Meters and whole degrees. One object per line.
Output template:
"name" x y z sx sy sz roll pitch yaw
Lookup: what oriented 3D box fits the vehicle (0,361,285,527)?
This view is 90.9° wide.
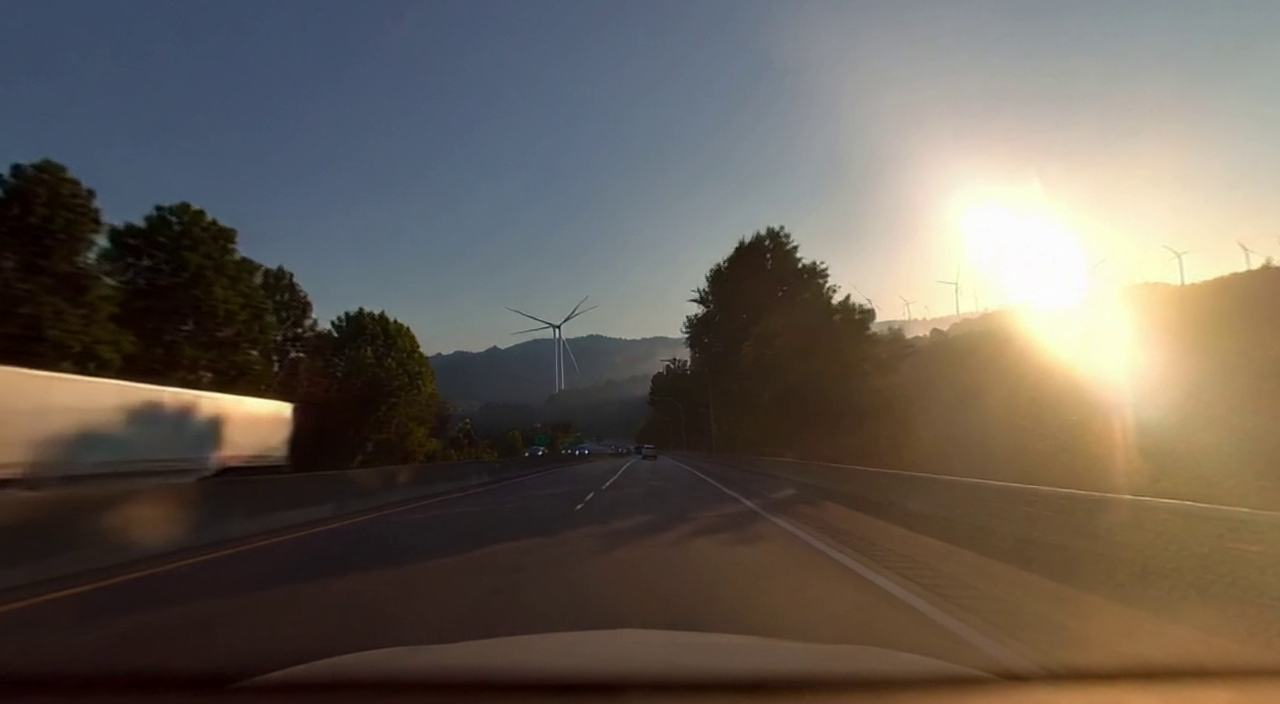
"vehicle" -16.179 2.797 18.794 3.075 3.796 13.505 0 -9 1
